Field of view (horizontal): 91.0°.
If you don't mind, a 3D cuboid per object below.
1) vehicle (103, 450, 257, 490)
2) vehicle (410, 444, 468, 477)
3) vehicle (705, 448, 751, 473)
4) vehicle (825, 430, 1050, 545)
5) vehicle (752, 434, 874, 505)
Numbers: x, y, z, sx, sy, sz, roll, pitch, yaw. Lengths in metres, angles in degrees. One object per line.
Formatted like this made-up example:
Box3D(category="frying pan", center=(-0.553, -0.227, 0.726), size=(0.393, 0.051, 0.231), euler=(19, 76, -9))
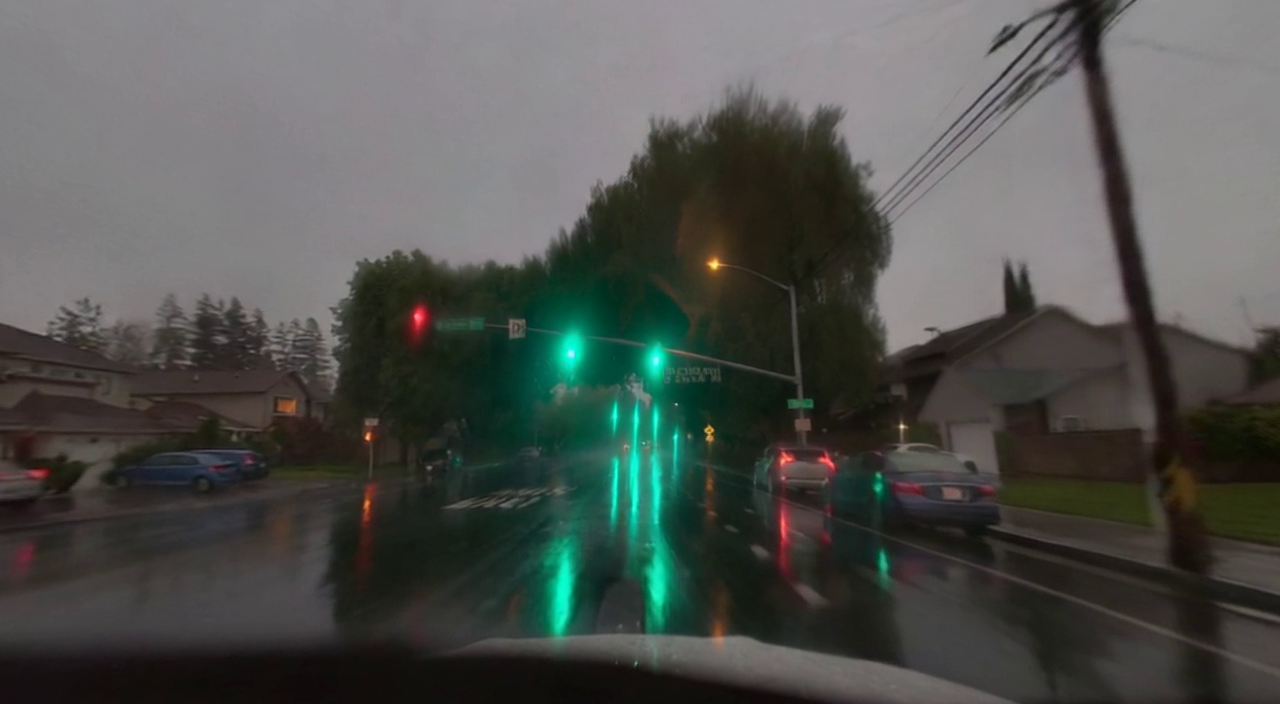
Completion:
Box3D(category="vehicle", center=(-17.645, 4.523, 24.317), size=(4.349, 1.457, 1.997), euler=(0, -9, 0))
Box3D(category="vehicle", center=(-11.879, 6.461, 37.527), size=(2.061, 1.760, 4.569), euler=(-1, -10, -1))
Box3D(category="vehicle", center=(5.343, 6.657, 38.895), size=(2.002, 1.461, 4.673), euler=(1, -9, -2))
Box3D(category="vehicle", center=(5.366, 2.484, 12.235), size=(2.164, 1.729, 4.488), euler=(2, -9, -1))
Box3D(category="vehicle", center=(5.198, 3.592, 19.699), size=(2.171, 1.798, 5.040), euler=(3, -9, -3))
